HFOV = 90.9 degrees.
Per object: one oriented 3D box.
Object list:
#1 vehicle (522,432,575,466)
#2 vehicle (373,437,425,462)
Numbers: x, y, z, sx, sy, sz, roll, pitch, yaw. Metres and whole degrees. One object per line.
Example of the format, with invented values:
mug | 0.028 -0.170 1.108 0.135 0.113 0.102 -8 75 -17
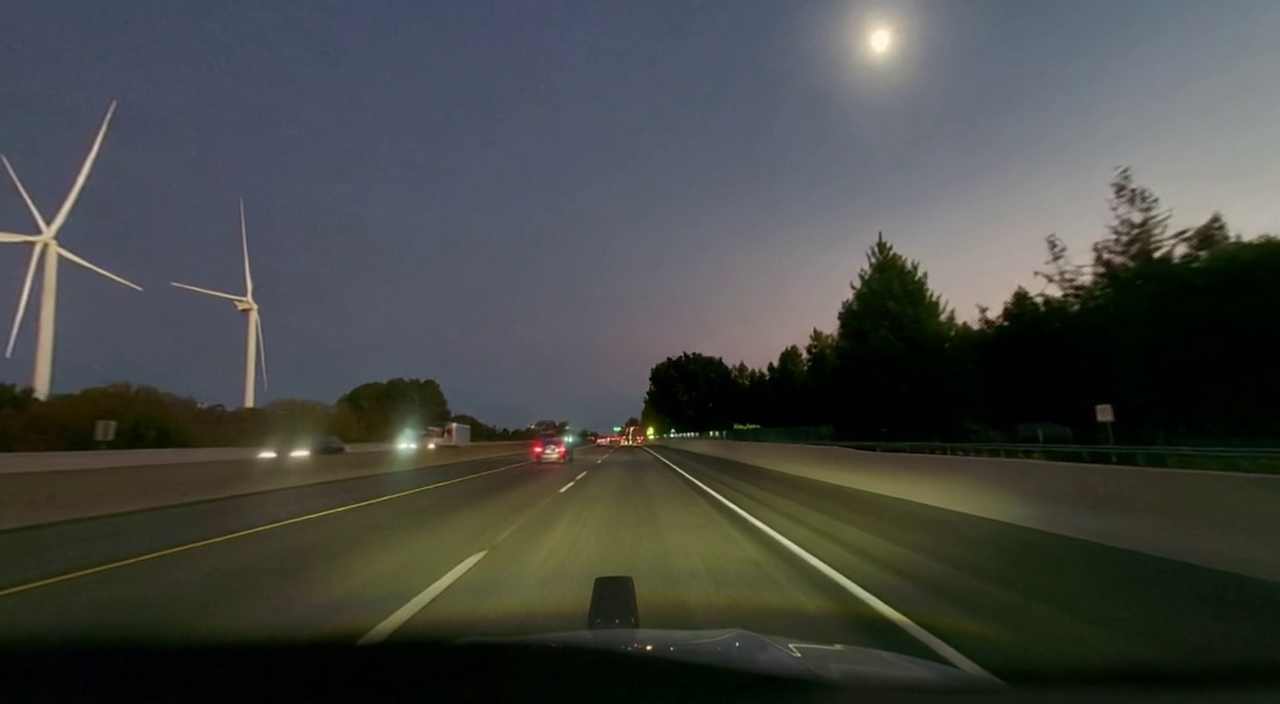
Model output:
vehicle | -4.315 4.616 30.184 1.950 1.511 3.965 0 -8 0
vehicle | -16.962 6.853 44.566 2.020 1.629 4.222 0 -8 0
